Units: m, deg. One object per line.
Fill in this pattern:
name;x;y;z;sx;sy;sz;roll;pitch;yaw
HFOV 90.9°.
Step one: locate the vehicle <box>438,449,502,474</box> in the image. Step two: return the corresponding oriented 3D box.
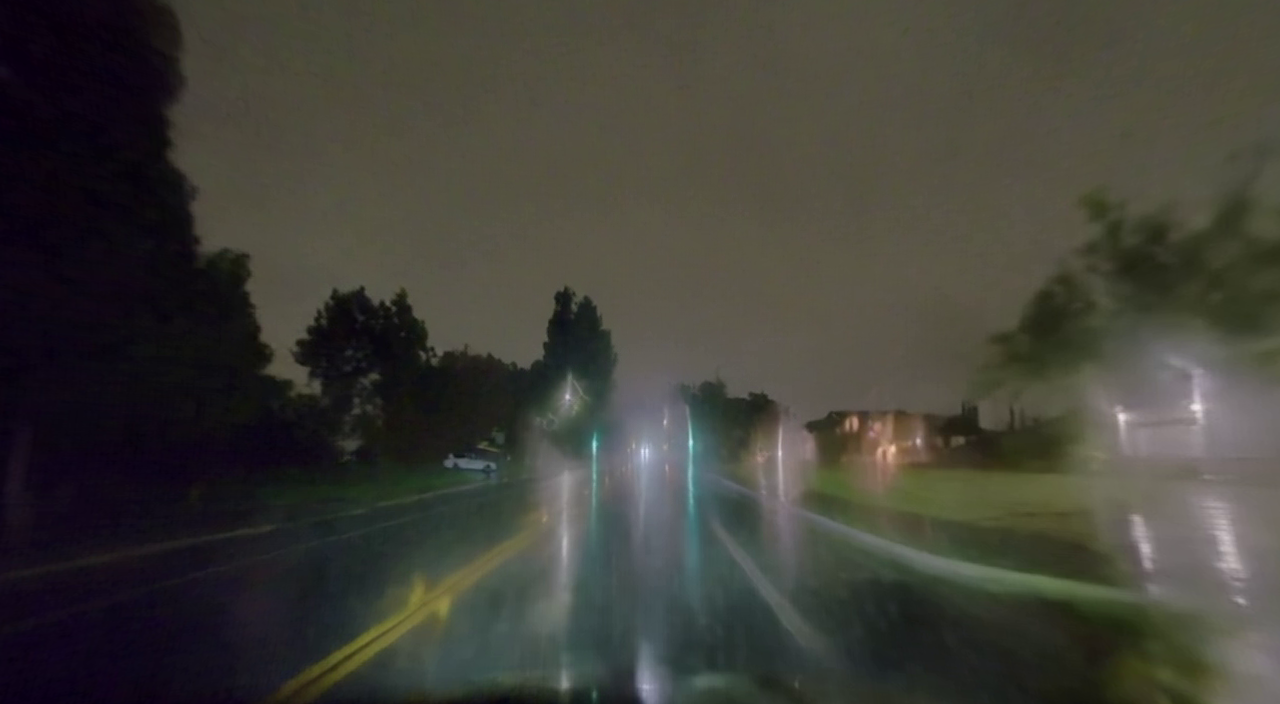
vehicle;-12.923;8.320;48.027;4.310;1.723;1.915;-2;-7;14
